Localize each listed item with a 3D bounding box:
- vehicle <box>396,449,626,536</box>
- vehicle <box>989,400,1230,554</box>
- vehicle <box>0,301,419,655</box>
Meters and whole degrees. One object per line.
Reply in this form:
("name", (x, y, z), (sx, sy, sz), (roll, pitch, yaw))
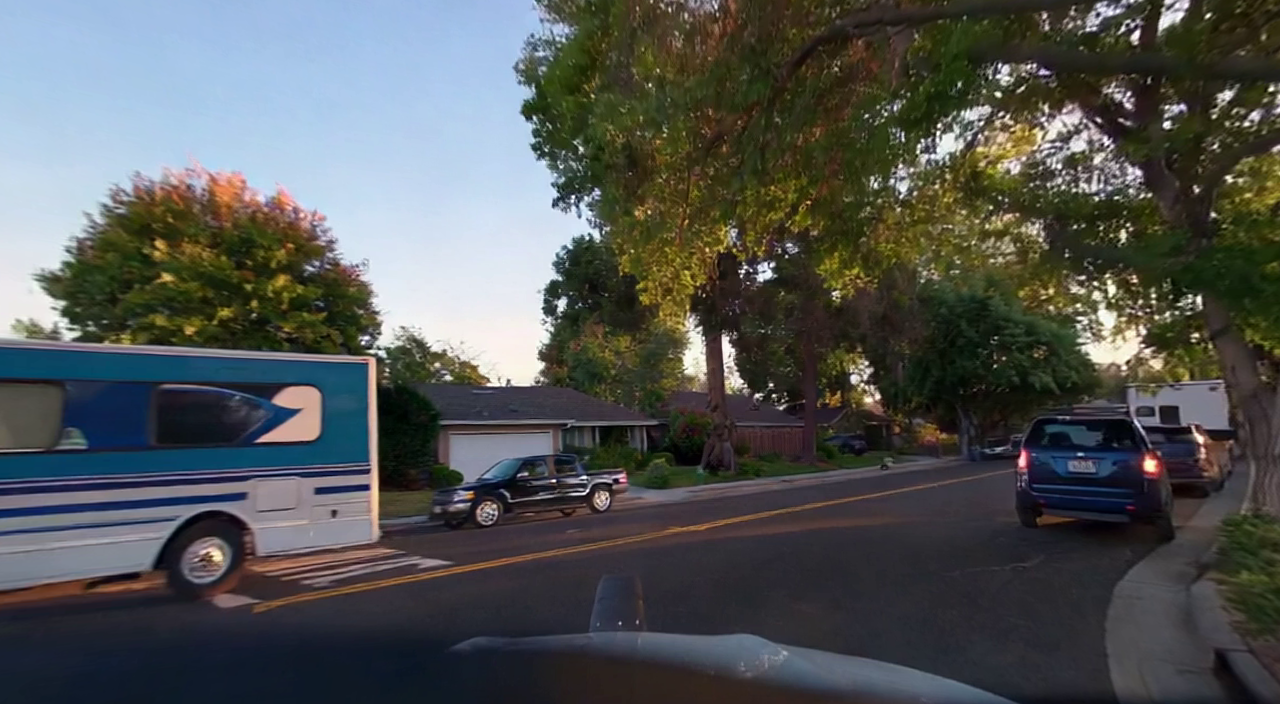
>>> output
("vehicle", (-2.564, 2.873, 13.586), (1.816, 1.489, 4.653), (-8, -12, 42))
("vehicle", (7.820, 1.798, 10.187), (5.726, 1.785, 2.182), (7, -10, -44))
("vehicle", (-5.296, 1.105, 5.937), (2.367, 2.618, 5.497), (-8, -12, 42))
